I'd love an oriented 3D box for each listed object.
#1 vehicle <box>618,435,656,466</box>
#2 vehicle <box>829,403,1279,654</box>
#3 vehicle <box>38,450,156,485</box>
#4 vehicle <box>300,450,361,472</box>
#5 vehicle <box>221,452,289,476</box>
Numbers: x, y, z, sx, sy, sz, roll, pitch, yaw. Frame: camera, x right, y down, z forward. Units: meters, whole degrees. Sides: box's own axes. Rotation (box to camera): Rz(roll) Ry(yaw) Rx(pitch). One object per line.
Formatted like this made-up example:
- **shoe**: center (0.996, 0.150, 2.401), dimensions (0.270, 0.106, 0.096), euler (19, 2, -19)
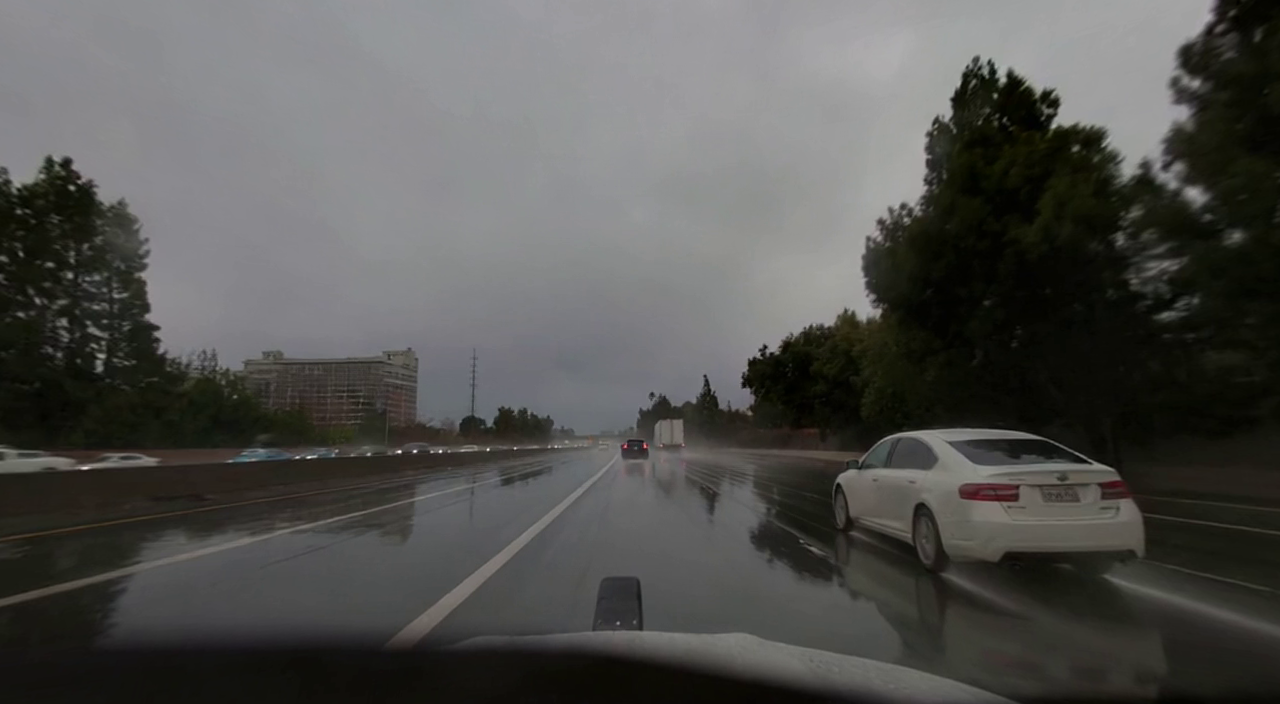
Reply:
- **vehicle**: center (-0.228, 6.385, 41.046), dimensions (2.297, 1.912, 4.355), euler (0, -8, -1)
- **vehicle**: center (3.589, 1.451, 6.299), dimensions (1.950, 1.596, 4.326), euler (0, -8, -1)
- **vehicle**: center (-29.648, 6.291, 34.786), dimensions (1.918, 1.727, 5.141), euler (0, -8, 0)
- **vehicle**: center (-22.187, 7.825, 45.508), dimensions (1.986, 1.484, 4.683), euler (0, -8, 0)
- **vehicle**: center (-25.299, 7.330, 41.697), dimensions (1.818, 1.454, 4.326), euler (0, -8, -1)
